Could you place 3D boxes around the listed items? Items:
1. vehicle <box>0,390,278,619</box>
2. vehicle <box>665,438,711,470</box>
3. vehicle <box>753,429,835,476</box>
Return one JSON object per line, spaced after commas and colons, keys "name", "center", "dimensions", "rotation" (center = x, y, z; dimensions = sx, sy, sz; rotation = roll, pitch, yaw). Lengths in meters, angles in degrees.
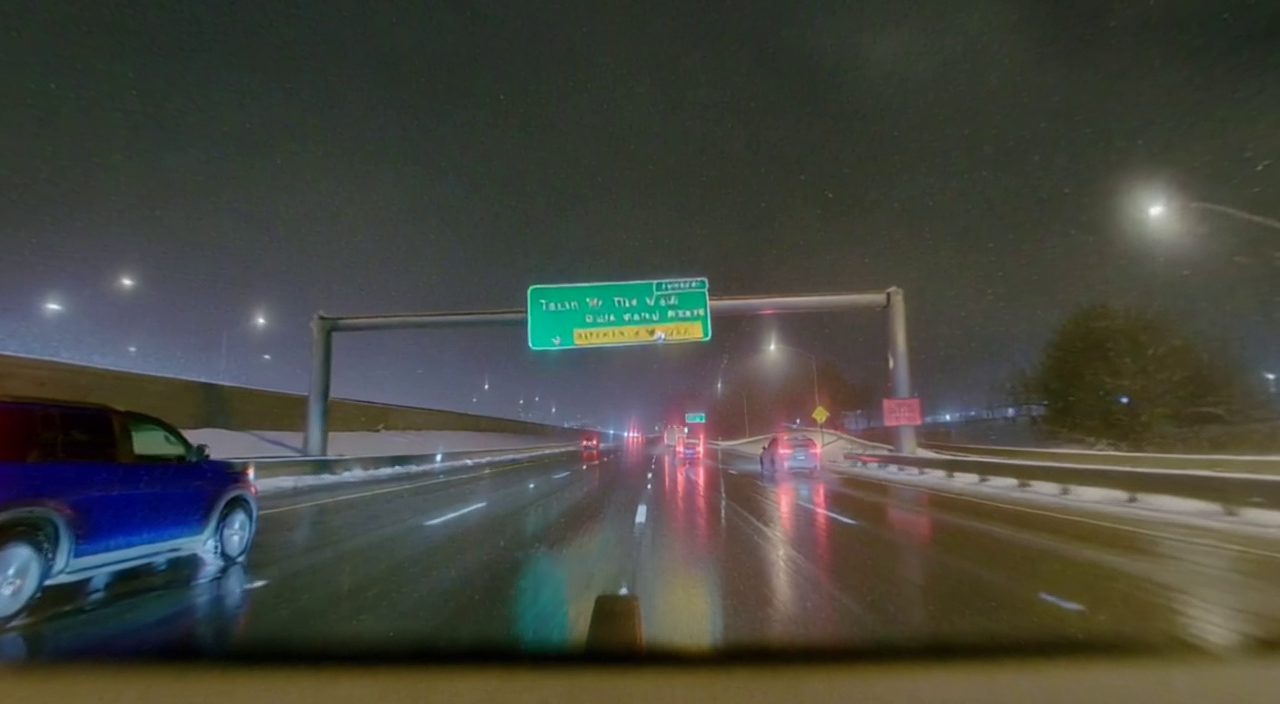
{"name": "vehicle", "center": [-5.607, 1.274, 5.756], "dimensions": [2.000, 1.646, 4.201], "rotation": [0, -8, 2]}
{"name": "vehicle", "center": [2.400, 5.270, 33.058], "dimensions": [2.108, 1.509, 5.059], "rotation": [0, -8, 1]}
{"name": "vehicle", "center": [6.125, 4.069, 25.790], "dimensions": [2.184, 1.712, 4.856], "rotation": [0, -8, 0]}
